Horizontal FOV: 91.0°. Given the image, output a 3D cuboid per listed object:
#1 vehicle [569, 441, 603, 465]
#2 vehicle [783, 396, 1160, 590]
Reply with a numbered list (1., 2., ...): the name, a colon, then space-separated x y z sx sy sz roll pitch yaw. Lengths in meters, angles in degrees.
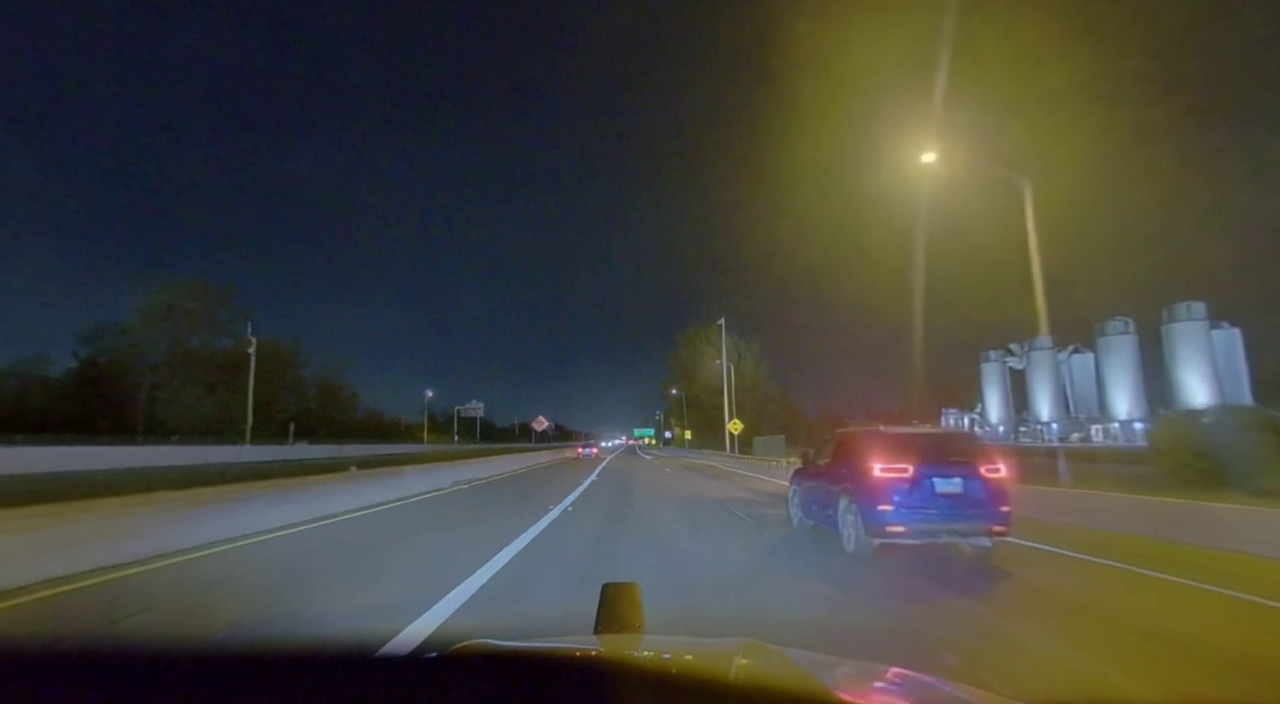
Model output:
1. vehicle: -3.755 7.073 44.295 2.012 1.571 4.232 0 -9 0
2. vehicle: 3.661 1.694 8.451 2.296 1.790 5.067 0 -9 0
